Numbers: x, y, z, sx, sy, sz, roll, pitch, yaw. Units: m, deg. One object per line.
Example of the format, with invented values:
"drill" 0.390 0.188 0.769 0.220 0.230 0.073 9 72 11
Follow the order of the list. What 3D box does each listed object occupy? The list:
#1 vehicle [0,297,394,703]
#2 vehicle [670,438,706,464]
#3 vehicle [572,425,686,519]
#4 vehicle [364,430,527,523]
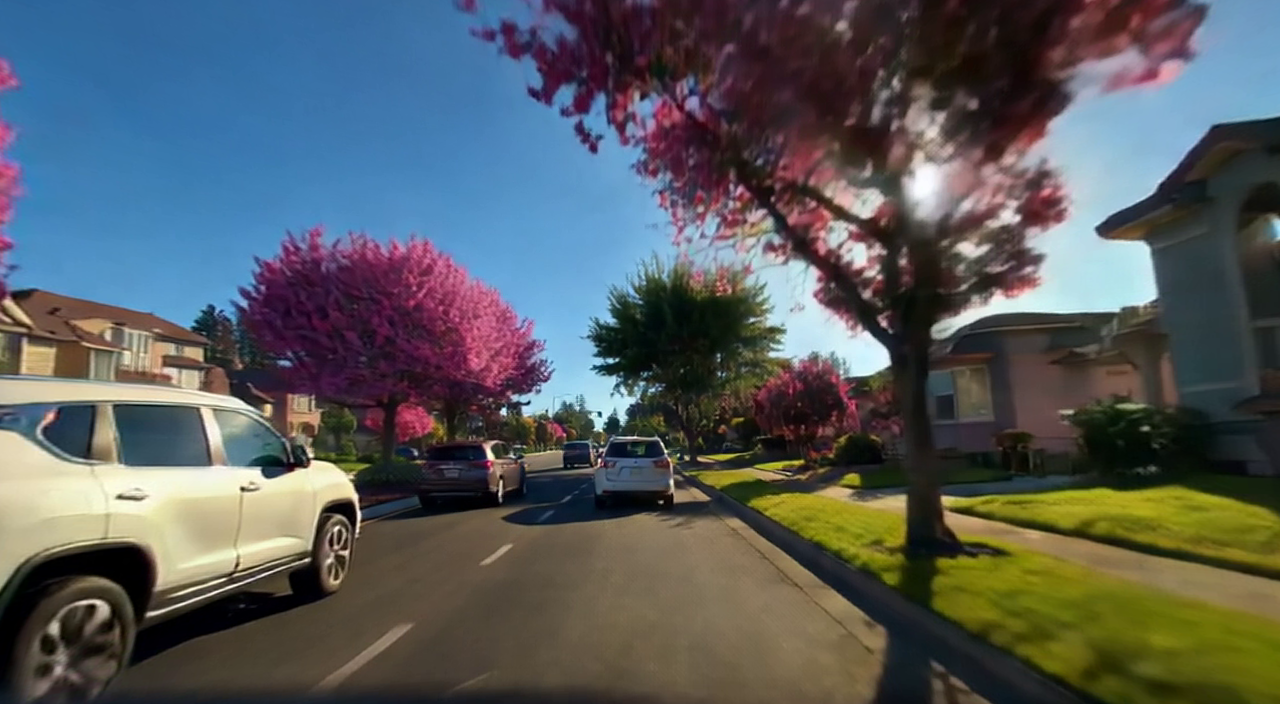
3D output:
"vehicle" -3.636 1.013 4.206 2.161 1.919 4.798 0 -8 -2
"vehicle" 3.299 6.881 44.139 2.161 1.686 4.196 0 -8 -1
"vehicle" -0.213 2.387 13.070 1.997 1.636 3.760 0 -8 -1
"vehicle" -3.696 2.429 12.851 2.066 1.565 3.905 0 -8 0
